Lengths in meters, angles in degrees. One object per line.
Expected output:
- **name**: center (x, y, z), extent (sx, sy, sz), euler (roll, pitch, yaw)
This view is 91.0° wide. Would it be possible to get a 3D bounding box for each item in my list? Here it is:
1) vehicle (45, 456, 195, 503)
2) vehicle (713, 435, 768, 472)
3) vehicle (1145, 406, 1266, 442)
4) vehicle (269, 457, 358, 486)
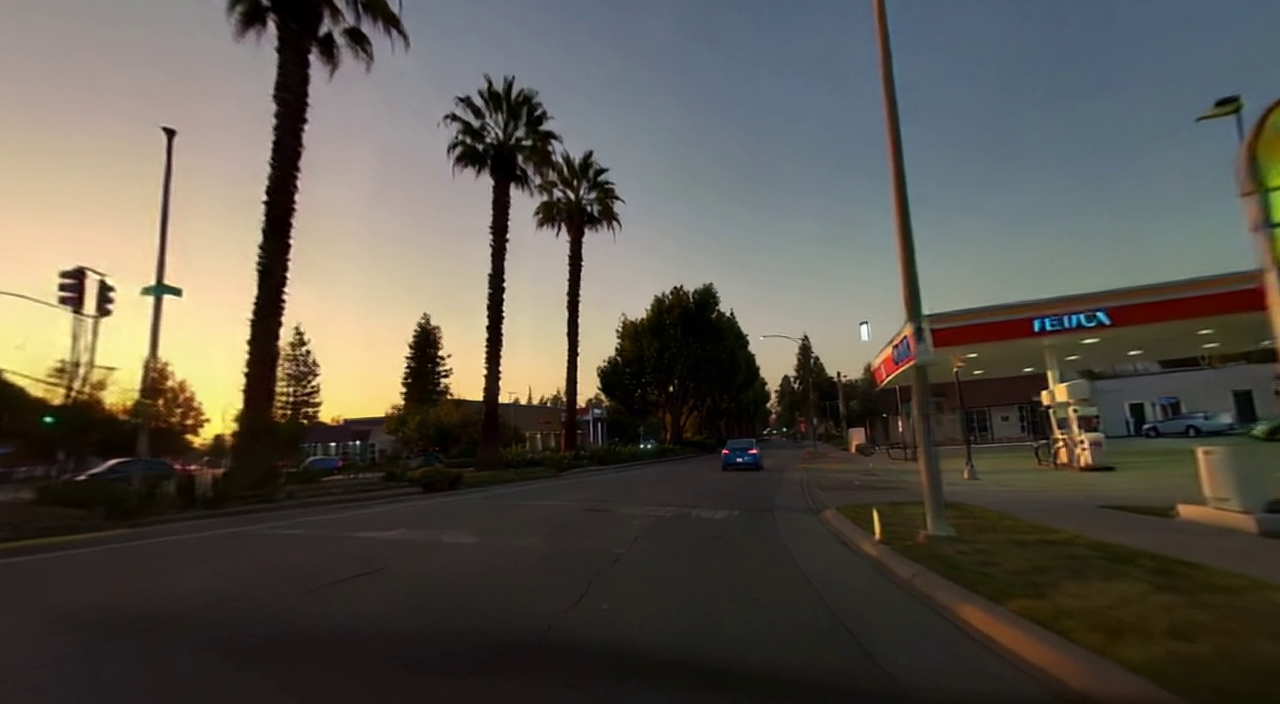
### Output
- **vehicle**: center (-21.031, 5.115, 25.716), extent (1.884, 1.651, 4.330), euler (-2, -9, 14)
- **vehicle**: center (4.568, 4.524, 28.147), extent (2.050, 1.509, 4.148), euler (-2, -9, 14)
- **vehicle**: center (32.007, 4.128, 35.790), extent (4.513, 1.657, 2.002), euler (-7, -10, 20)
- **vehicle**: center (-18.564, 6.807, 36.072), extent (1.825, 1.441, 4.656), euler (-2, -9, 13)
